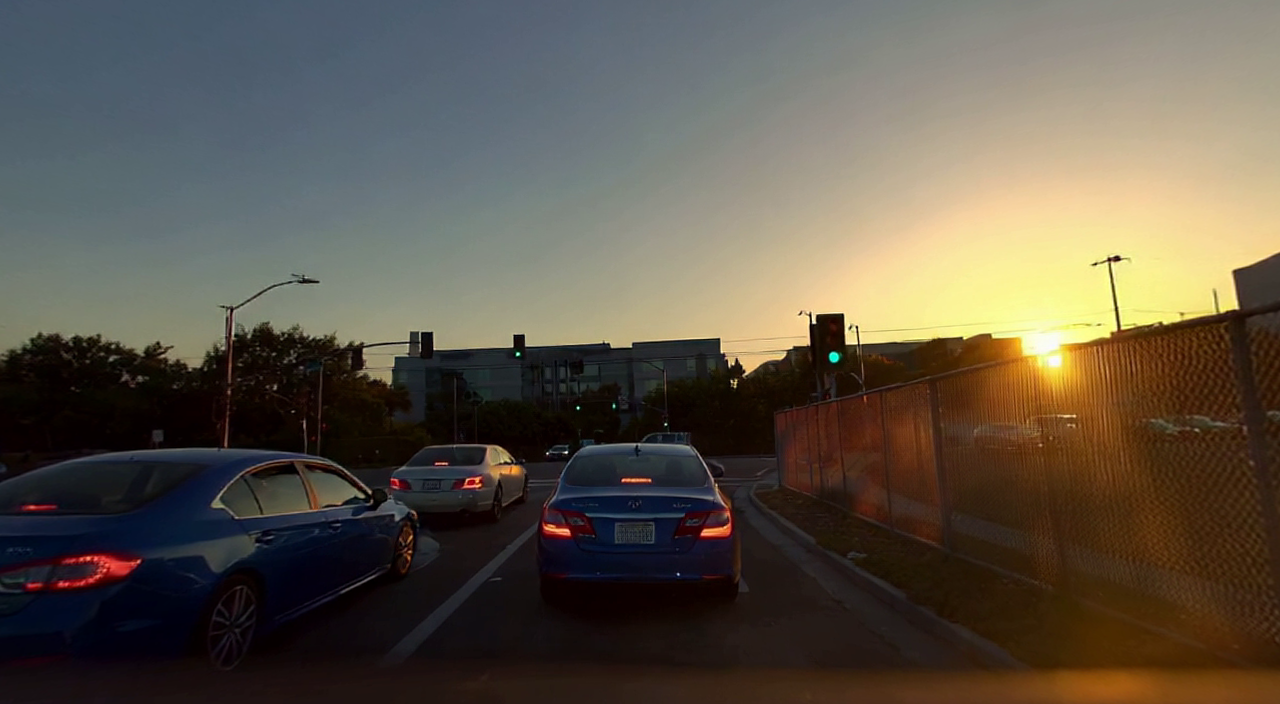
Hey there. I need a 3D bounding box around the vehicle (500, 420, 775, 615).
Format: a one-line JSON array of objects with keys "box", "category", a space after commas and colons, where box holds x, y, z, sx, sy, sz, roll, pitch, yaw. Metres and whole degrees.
[{"box": [-0.016, 1.601, 7.012, 2.144, 1.514, 4.063, 0, -9, 0], "category": "vehicle"}]

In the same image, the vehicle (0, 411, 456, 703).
[{"box": [-3.201, 1.347, 5.027, 1.971, 1.488, 4.581, 0, -9, 1], "category": "vehicle"}]
